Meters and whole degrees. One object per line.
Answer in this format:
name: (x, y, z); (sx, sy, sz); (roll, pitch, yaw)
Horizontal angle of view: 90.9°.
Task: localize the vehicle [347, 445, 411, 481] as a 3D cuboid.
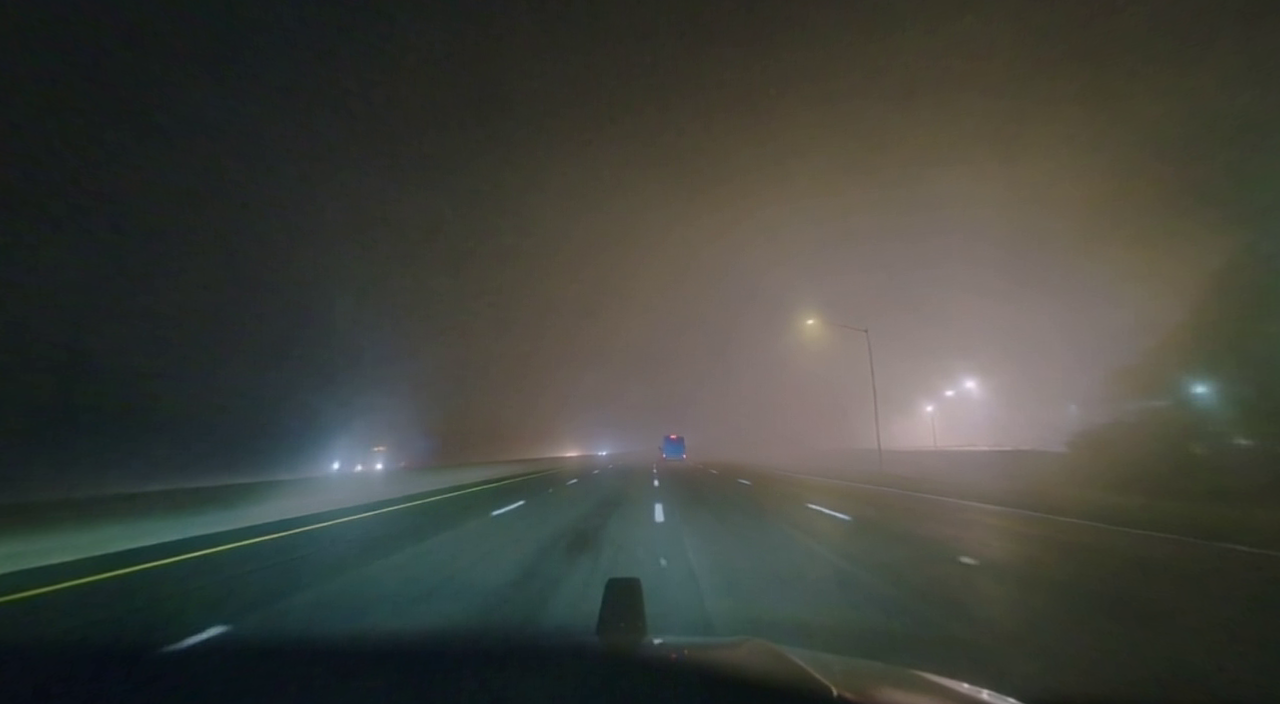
vehicle: (-20.329, 8.657, 49.400); (2.287, 2.643, 5.970); (-1, -9, 1)
